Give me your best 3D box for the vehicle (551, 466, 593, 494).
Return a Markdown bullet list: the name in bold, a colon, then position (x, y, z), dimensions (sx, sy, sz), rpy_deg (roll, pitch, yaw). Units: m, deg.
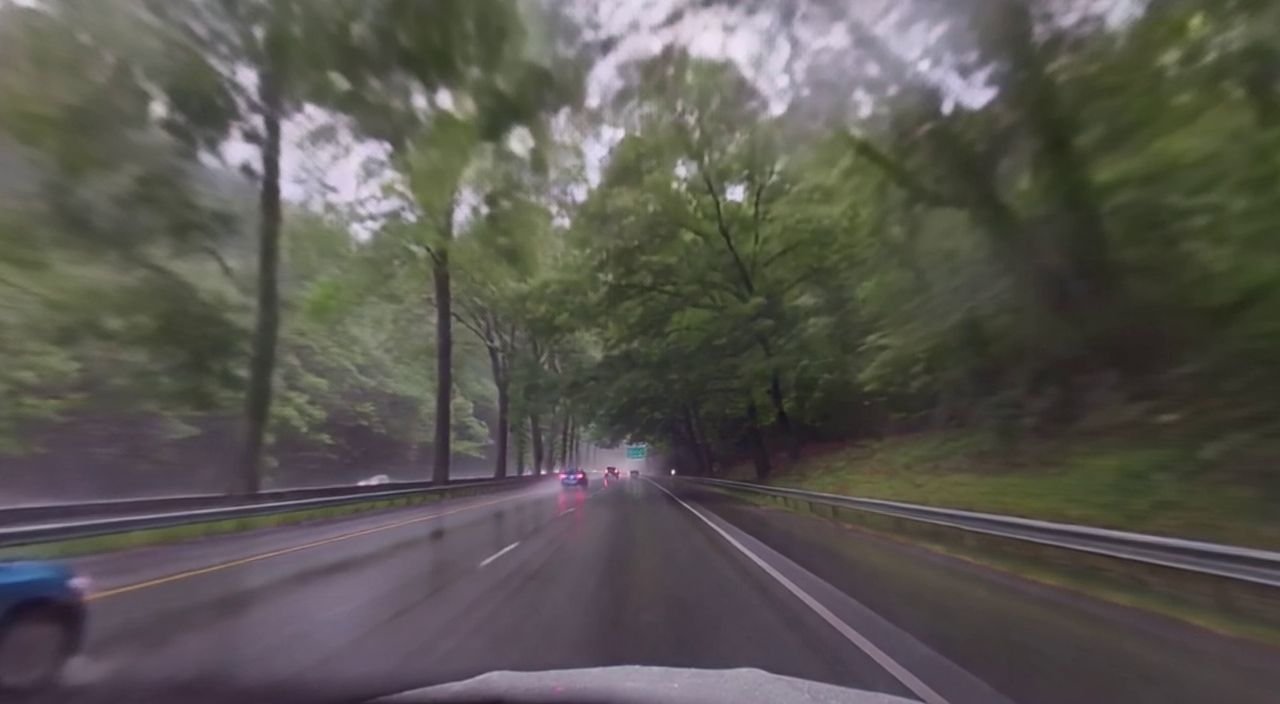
- **vehicle**: position (-3.938, 7.488, 37.077), dimensions (1.954, 1.509, 4.094), rpy_deg (1, -10, 1)
